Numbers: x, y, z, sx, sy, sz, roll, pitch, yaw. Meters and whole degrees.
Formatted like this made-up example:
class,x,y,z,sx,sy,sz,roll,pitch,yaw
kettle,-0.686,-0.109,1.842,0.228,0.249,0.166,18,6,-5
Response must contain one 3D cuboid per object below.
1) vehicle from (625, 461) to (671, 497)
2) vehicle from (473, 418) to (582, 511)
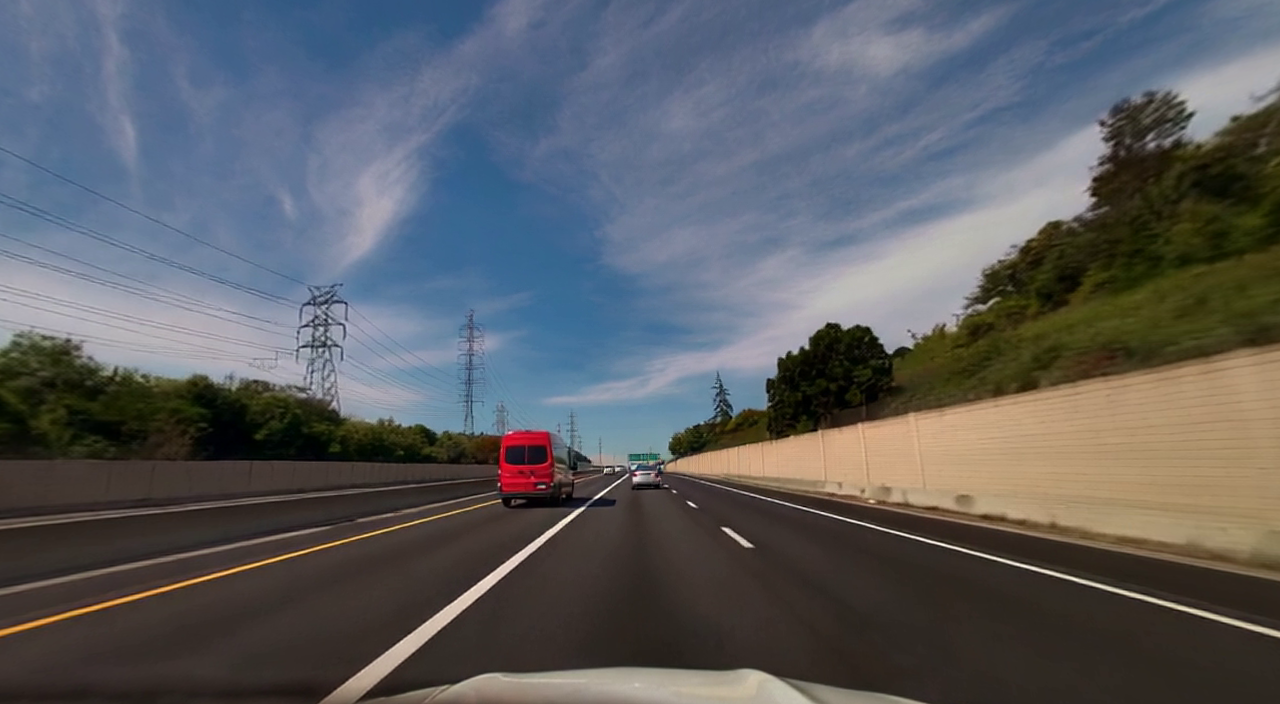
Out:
class,x,y,z,sx,sy,sz,roll,pitch,yaw
vehicle,0.336,5.916,29.531,2.006,1.554,3.863,1,-11,0
vehicle,-3.534,3.846,21.467,2.394,2.609,6.875,1,-11,0
